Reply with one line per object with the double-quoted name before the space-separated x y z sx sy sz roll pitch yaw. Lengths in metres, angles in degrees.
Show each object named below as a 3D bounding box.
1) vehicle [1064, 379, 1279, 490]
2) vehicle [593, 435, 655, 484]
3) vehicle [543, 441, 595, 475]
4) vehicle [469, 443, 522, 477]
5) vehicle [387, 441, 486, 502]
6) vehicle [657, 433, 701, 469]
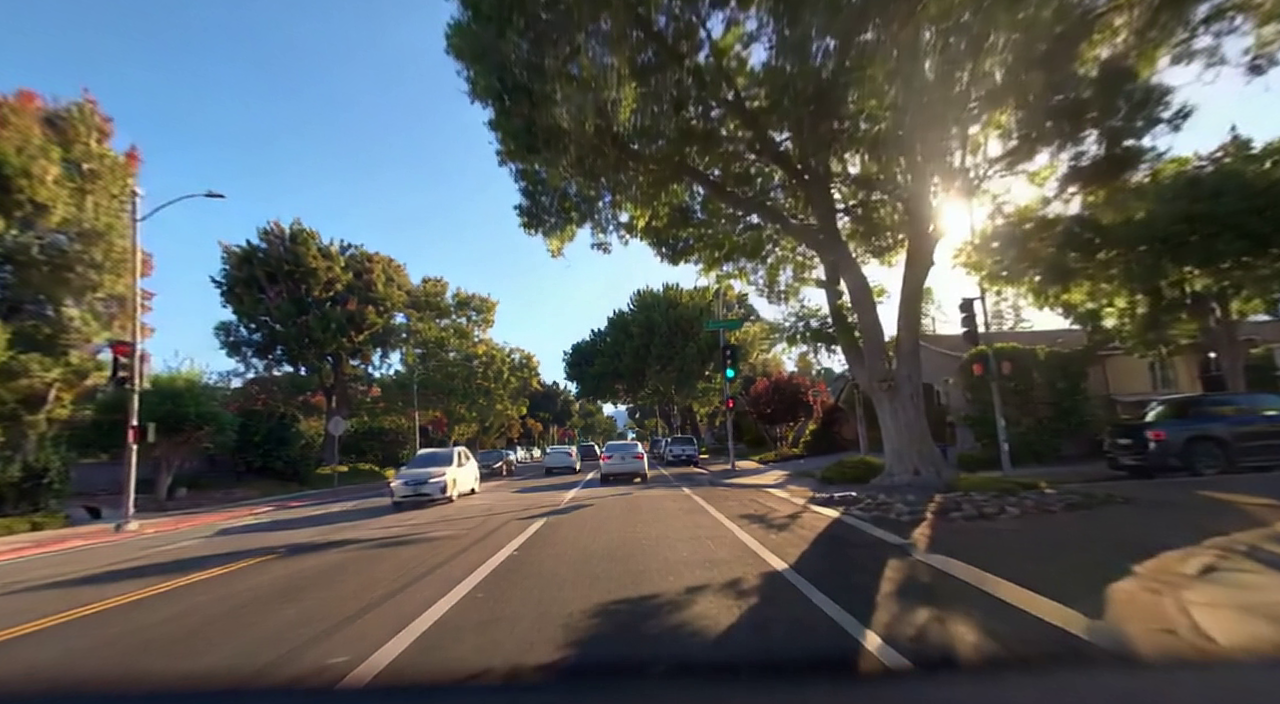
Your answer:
"vehicle" 13.125 1.694 13.497 6.141 2.000 2.552 -3 -9 1
"vehicle" -0.596 3.886 23.110 2.041 1.575 4.304 -1 -8 -2
"vehicle" -3.388 5.166 31.006 2.117 1.528 4.277 -1 -8 0
"vehicle" -9.522 7.136 42.017 2.105 1.858 4.903 -7 -8 0
"vehicle" -6.627 3.886 21.090 1.958 1.706 4.281 -3 -8 -1
"vehicle" 2.172 5.707 36.592 2.119 1.884 4.567 0 -8 -2
